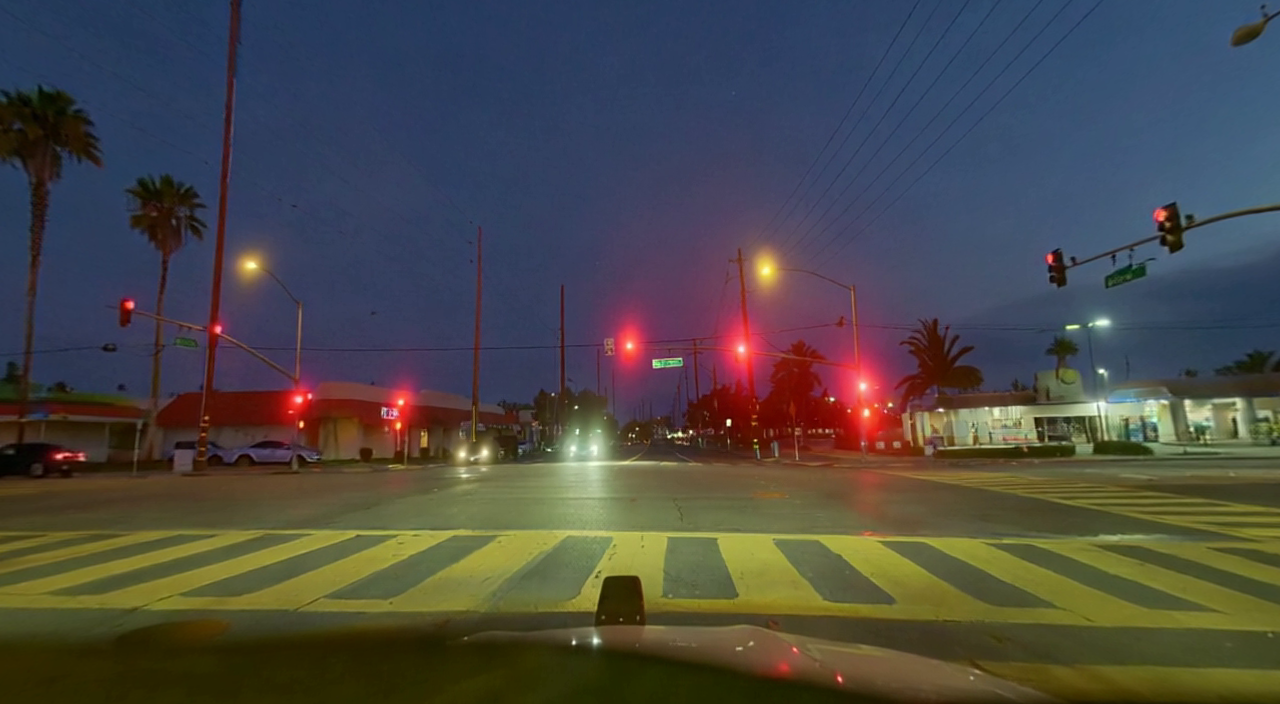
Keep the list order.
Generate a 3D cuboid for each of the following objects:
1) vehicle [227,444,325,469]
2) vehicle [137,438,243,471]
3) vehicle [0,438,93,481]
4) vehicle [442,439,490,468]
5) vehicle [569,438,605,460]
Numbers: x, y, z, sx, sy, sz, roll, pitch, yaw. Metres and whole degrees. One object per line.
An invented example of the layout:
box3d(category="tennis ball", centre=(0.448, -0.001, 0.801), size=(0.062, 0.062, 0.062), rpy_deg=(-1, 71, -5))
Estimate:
box3d(category="vehicle", centre=(-22.315, 6.414, 38.836), size=(4.849, 1.444, 1.881), rpy_deg=(0, -8, 1))
box3d(category="vehicle", centre=(-25.903, 5.911, 36.465), size=(4.613, 1.820, 2.021), rpy_deg=(-1, -9, 3))
box3d(category="vehicle", centre=(-28.279, 4.850, 28.641), size=(4.837, 1.819, 2.041), rpy_deg=(1, -9, -4))
box3d(category="vehicle", centre=(-11.979, 6.989, 43.726), size=(2.016, 1.717, 4.287), rpy_deg=(-2, -7, 1))
box3d(category="vehicle", centre=(-3.709, 6.961, 45.293), size=(2.223, 1.490, 5.094), rpy_deg=(0, -8, -1))
